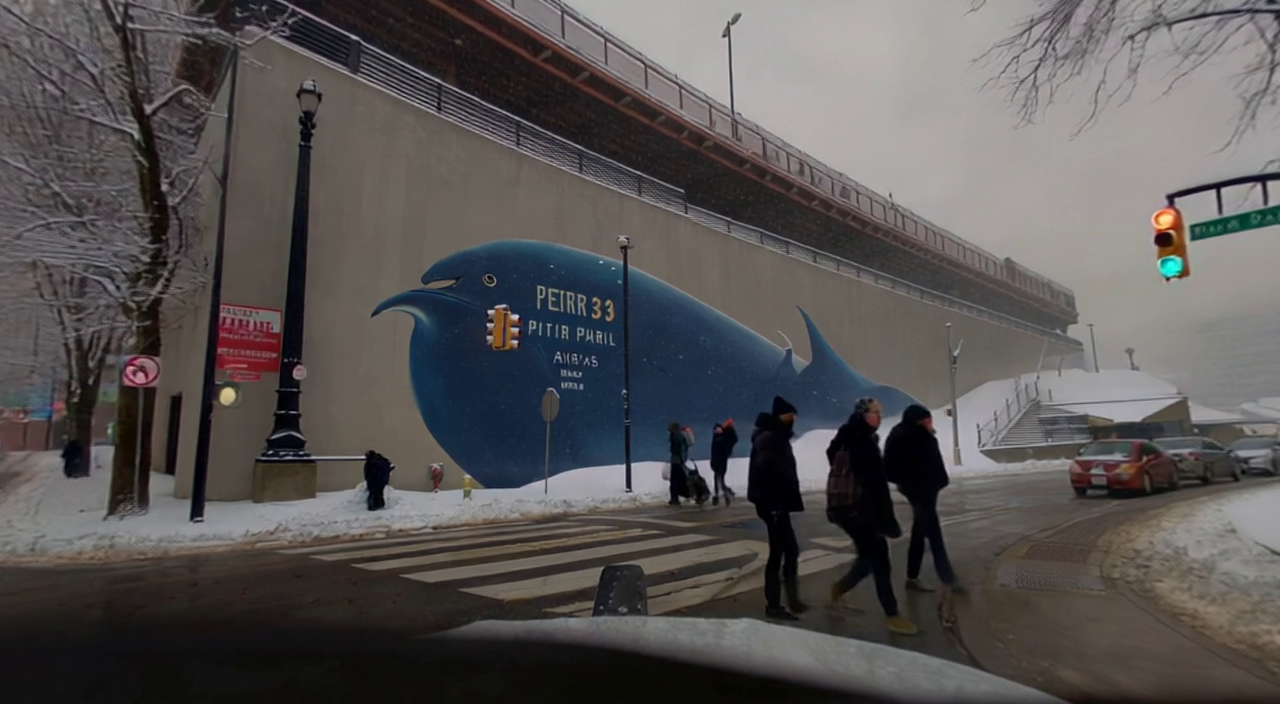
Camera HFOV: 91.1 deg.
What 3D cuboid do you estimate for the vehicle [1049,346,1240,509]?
[{"bbox_3d":[15.748,2.381,19.243,9.347,3.893,2.849,7,-11,-42],"label":"vehicle"}]

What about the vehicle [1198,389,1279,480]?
[{"bbox_3d":[32.694,4.432,33.408,12.015,4.103,2.920,8,-11,-43],"label":"vehicle"}]
